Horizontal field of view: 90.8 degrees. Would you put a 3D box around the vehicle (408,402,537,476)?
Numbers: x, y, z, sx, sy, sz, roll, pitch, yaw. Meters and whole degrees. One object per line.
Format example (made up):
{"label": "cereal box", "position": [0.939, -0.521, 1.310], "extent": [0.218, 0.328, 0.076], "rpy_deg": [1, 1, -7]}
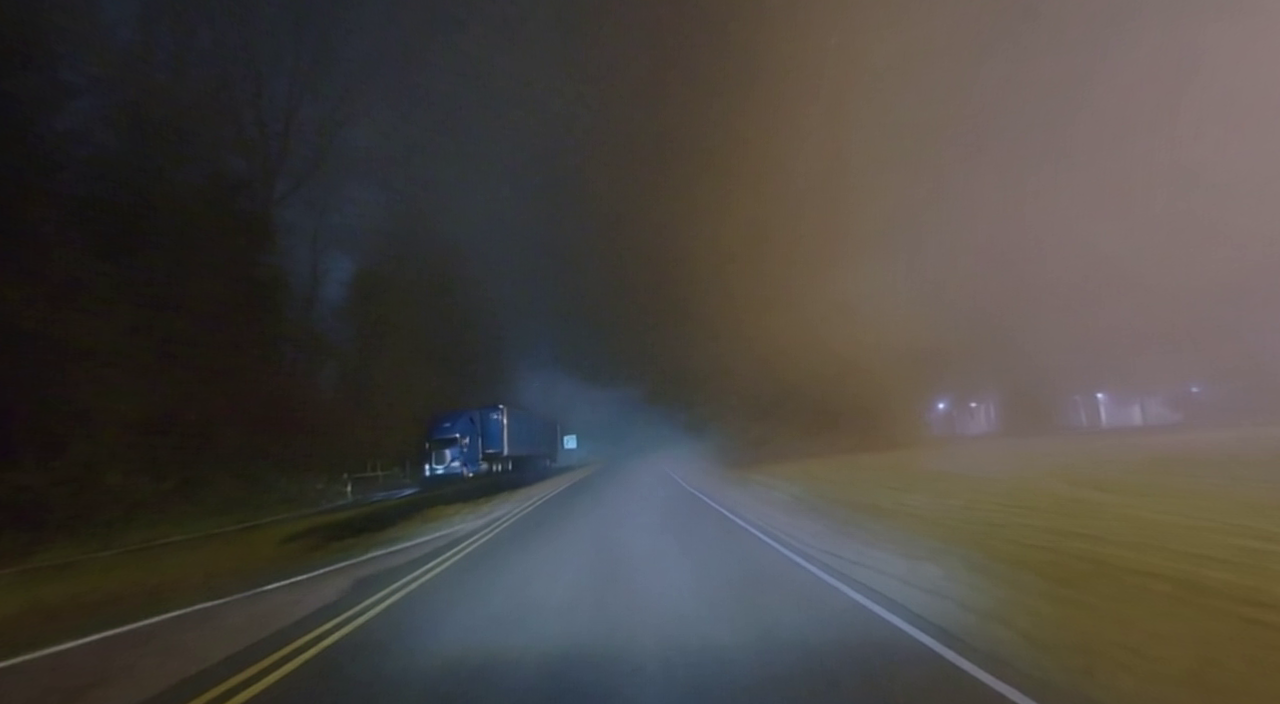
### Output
{"label": "vehicle", "position": [-9.689, 5.495, 38.160], "extent": [5.596, 3.130, 8.972], "rpy_deg": [-4, -14, -2]}
